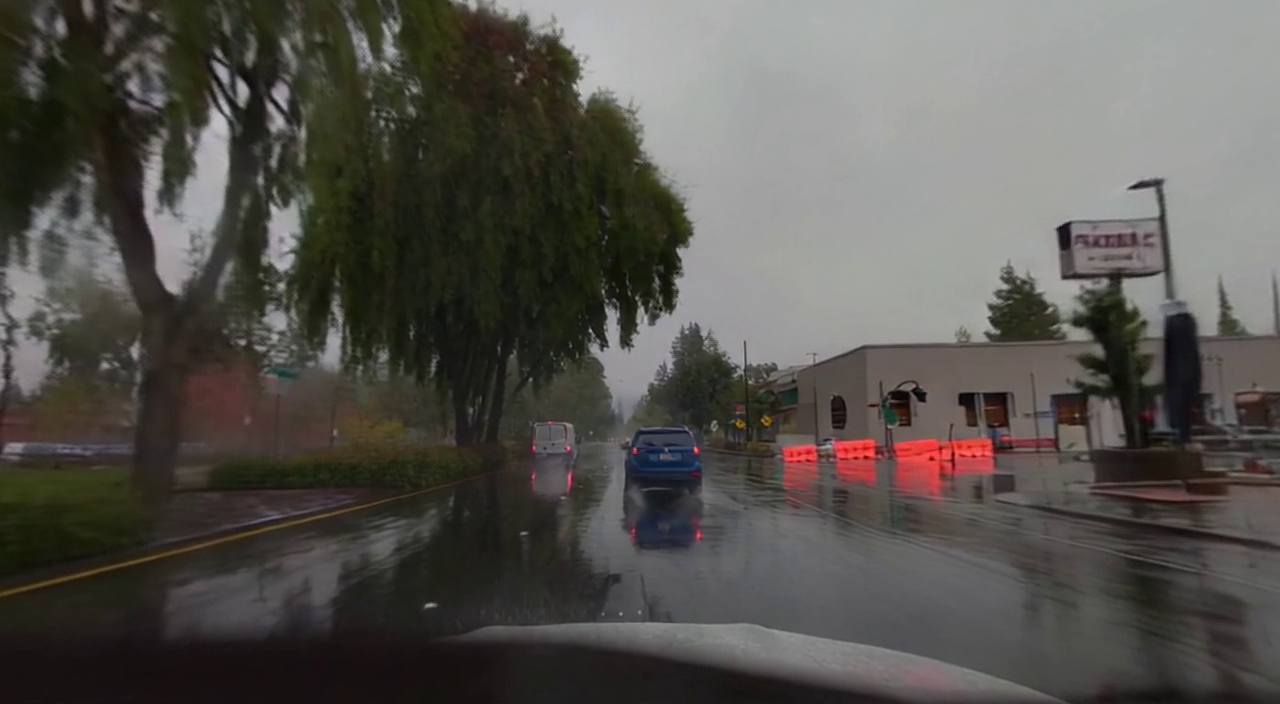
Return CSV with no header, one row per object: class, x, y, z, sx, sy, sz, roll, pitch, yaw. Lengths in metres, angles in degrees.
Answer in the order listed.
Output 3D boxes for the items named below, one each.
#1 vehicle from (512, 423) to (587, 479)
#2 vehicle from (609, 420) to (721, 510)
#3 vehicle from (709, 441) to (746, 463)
vehicle,-3.608,4.112,26.456,2.357,2.063,5.488,0,-8,0
vehicle,0.382,2.499,14.371,2.168,1.725,4.192,0,-8,-3
vehicle,6.462,7.465,47.275,2.076,1.535,4.460,0,-9,-1
